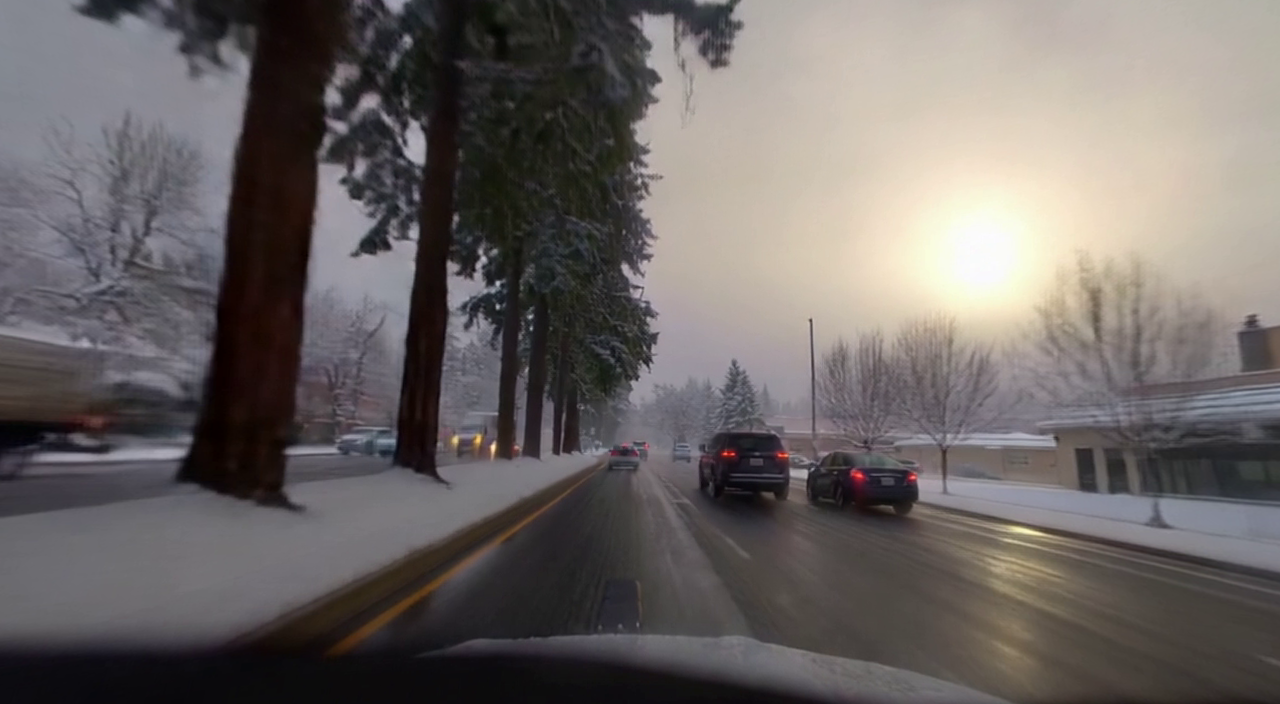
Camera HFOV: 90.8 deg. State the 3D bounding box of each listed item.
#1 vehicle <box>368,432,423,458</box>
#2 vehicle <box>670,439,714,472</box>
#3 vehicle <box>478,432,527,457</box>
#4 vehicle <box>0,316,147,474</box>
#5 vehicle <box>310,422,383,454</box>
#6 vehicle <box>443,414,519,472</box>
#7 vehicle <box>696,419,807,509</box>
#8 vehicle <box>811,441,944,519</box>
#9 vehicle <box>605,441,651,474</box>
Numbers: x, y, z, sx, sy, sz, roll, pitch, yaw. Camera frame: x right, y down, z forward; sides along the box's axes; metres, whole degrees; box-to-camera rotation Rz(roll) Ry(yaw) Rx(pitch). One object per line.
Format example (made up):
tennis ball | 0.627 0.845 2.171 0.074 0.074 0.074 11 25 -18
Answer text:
vehicle | -15.679 5.971 40.734 1.770 1.461 4.336 4 -8 0
vehicle | 2.817 5.718 35.086 1.922 1.708 4.126 0 -8 -2
vehicle | -8.703 5.923 40.348 1.981 1.514 4.323 0 -8 2
vehicle | -15.694 0.614 11.674 2.944 3.472 12.516 0 -8 1
vehicle | -19.433 5.834 42.181 2.226 1.925 5.293 1 -10 1
vehicle | -11.717 6.636 47.680 2.947 3.206 10.111 0 -1 1
vehicle | 2.778 2.894 16.709 2.035 1.940 4.299 3 -9 -1
vehicle | 6.242 3.375 17.233 1.913 1.777 4.269 2 -8 -1
vehicle | -0.566 5.129 30.919 2.119 1.460 3.847 0 -8 -1
